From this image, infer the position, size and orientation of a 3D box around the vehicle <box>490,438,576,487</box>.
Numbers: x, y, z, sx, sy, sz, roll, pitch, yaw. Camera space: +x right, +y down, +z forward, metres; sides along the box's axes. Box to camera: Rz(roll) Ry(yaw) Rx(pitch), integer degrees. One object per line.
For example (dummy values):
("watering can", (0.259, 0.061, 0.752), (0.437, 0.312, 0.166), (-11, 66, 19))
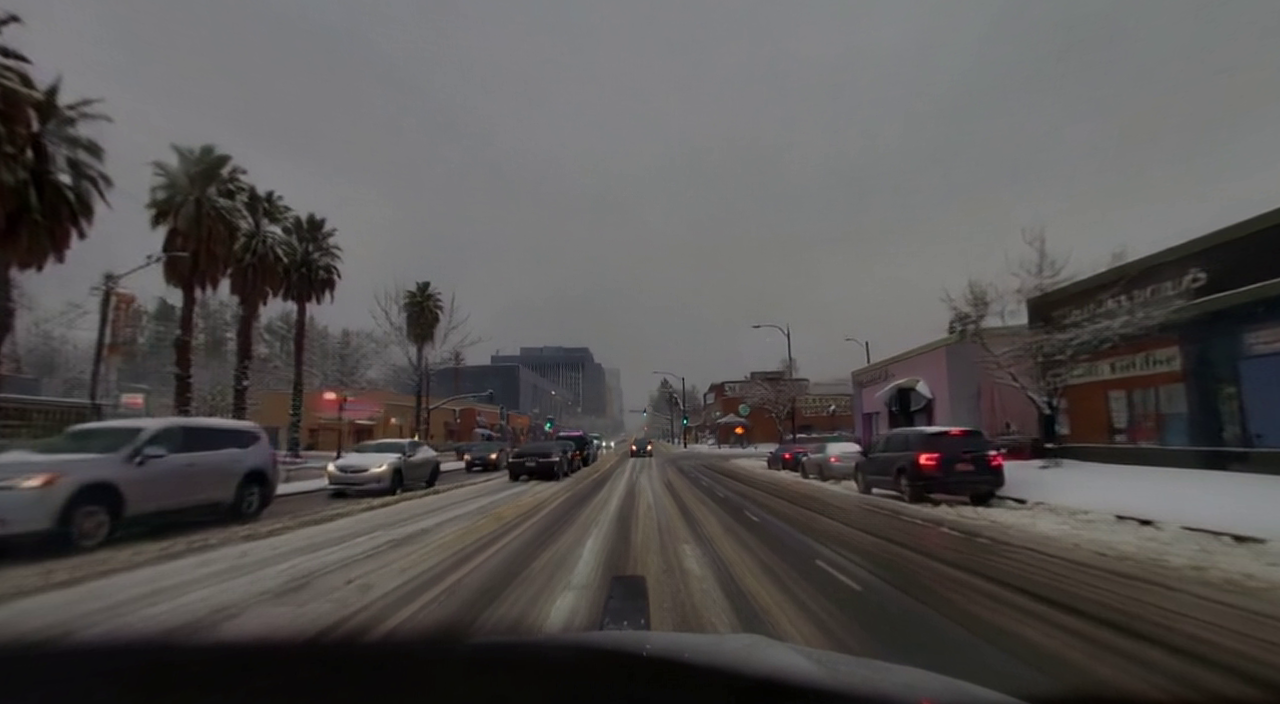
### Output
("vehicle", (-3.482, 3.716, 21.465), (2.044, 1.462, 4.624), (0, -9, 1))

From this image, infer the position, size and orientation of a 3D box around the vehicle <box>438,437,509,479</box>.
("vehicle", (-6.586, 4.229, 25.403), (1.668, 1.525, 4.168), (0, -9, 1))

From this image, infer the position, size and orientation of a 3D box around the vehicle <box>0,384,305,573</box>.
("vehicle", (-6.934, 1.551, 8.295), (2.026, 1.735, 5.361), (0, -9, 1))

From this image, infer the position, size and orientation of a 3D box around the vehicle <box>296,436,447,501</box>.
("vehicle", (-6.969, 3.074, 16.979), (2.071, 1.501, 4.339), (0, -9, 1))

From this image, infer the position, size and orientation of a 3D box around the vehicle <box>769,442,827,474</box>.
("vehicle", (7.815, 5.269, 31.558), (1.888, 1.496, 4.294), (0, -9, 1))

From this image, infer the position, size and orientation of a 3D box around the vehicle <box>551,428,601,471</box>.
("vehicle", (-3.227, 5.062, 32.744), (2.158, 2.040, 4.511), (0, -9, 0))

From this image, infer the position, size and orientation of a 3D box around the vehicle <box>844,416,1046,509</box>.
("vehicle", (7.366, 2.764, 16.221), (2.256, 1.936, 5.838), (0, -9, 0))
